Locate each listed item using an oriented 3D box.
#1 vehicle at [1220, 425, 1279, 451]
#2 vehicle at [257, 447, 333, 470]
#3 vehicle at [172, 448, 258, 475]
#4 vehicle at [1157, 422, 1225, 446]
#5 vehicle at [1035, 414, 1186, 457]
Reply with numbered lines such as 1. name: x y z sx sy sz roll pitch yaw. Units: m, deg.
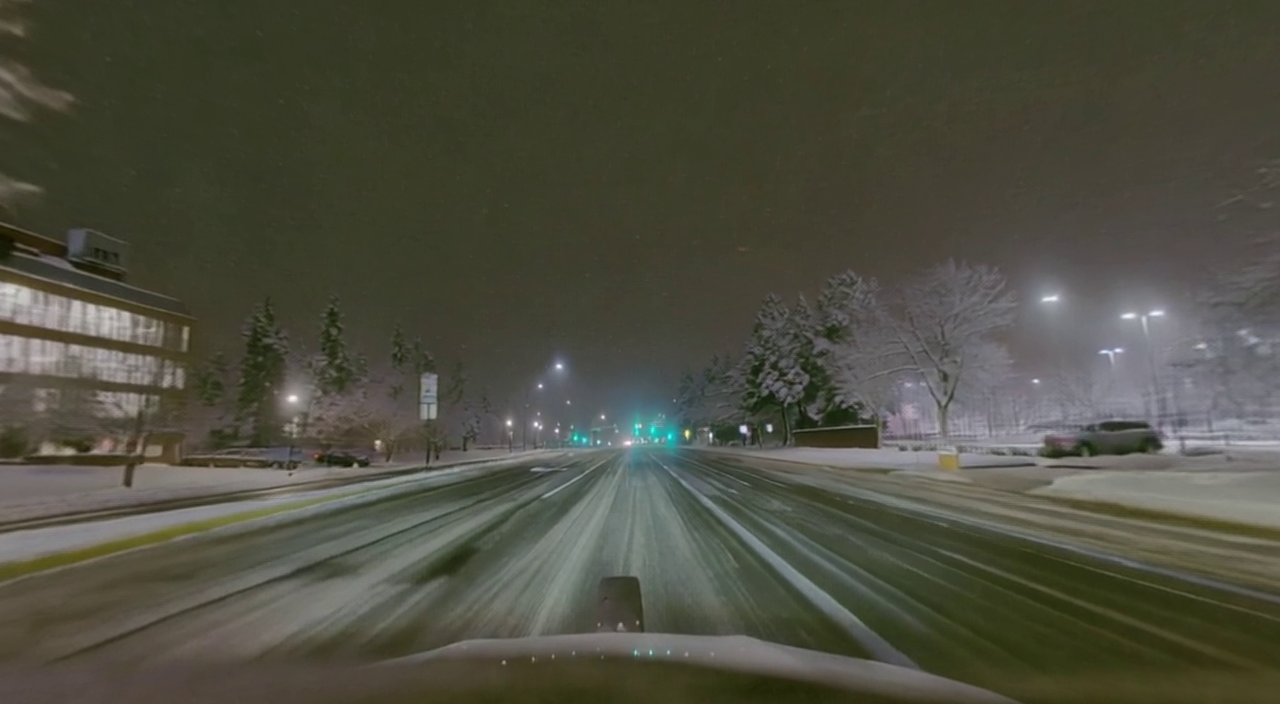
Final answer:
1. vehicle: 40.003 5.554 40.731 3.517 1.432 1.583 -4 -8 0
2. vehicle: -26.671 8.238 49.006 4.673 1.717 2.044 0 -9 1
3. vehicle: -32.382 8.328 48.240 4.993 1.886 2.122 8 -13 -43
4. vehicle: 40.432 6.045 46.364 3.438 1.405 1.601 -4 -8 -5
5. vehicle: 19.995 3.593 27.034 4.656 1.752 2.309 0 -9 -4
